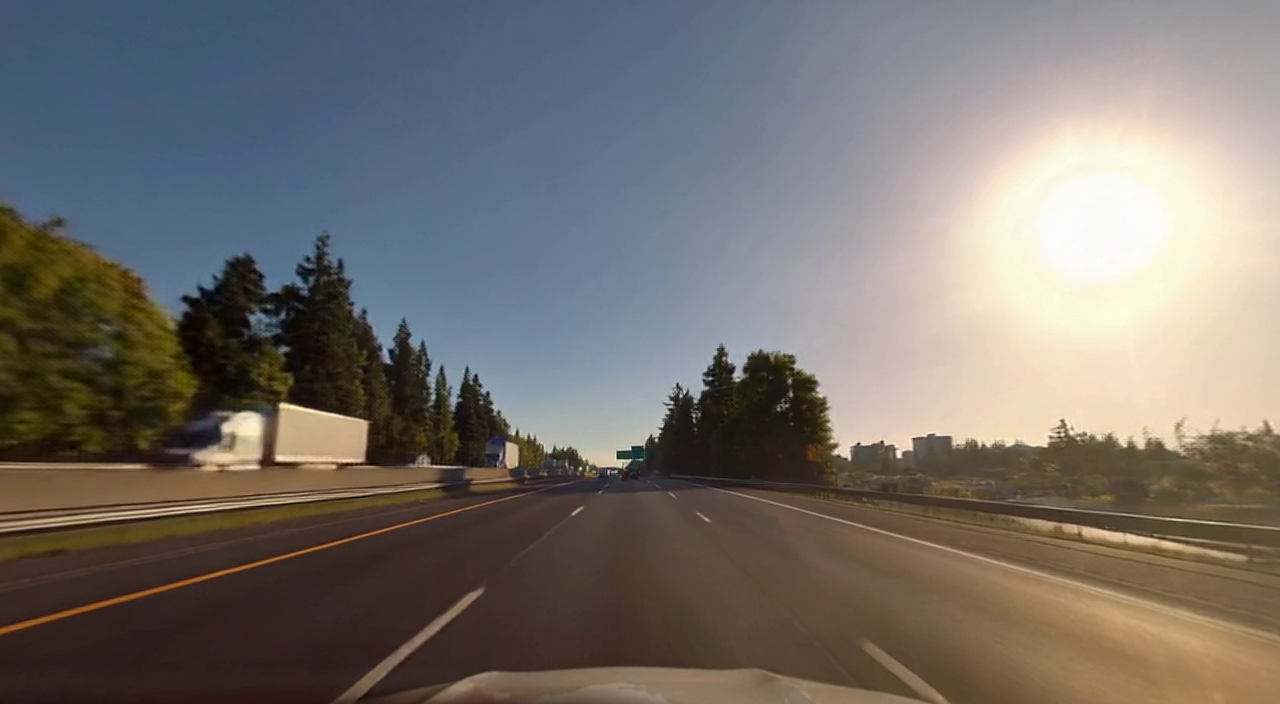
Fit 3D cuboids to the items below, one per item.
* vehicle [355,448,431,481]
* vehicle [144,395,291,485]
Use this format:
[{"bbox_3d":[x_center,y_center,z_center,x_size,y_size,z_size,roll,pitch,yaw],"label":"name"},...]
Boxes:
[{"bbox_3d":[-12.713,5.844,32.770,2.118,1.557,4.588,1,-10,-1],"label":"vehicle"},{"bbox_3d":[-20.448,4.455,31.054,2.970,3.961,5.879,1,-10,-1],"label":"vehicle"}]
